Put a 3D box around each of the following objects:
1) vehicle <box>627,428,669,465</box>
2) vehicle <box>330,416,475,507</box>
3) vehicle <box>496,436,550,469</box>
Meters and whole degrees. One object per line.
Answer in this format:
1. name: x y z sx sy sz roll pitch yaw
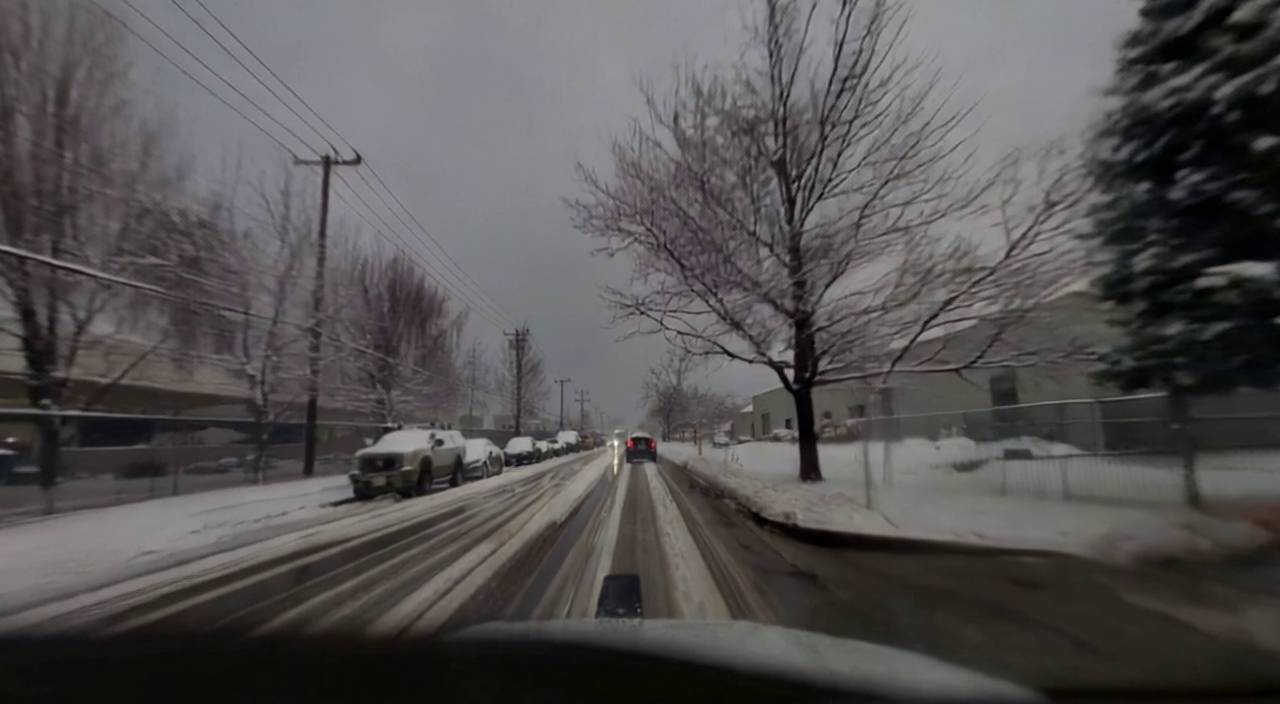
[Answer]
1. vehicle: 0.403 5.138 34.554 2.152 1.874 4.042 0 -8 0
2. vehicle: -6.167 2.927 17.153 2.005 1.989 4.929 -3 -9 1
3. vehicle: -6.128 5.279 33.491 1.926 1.647 4.185 0 -8 1
